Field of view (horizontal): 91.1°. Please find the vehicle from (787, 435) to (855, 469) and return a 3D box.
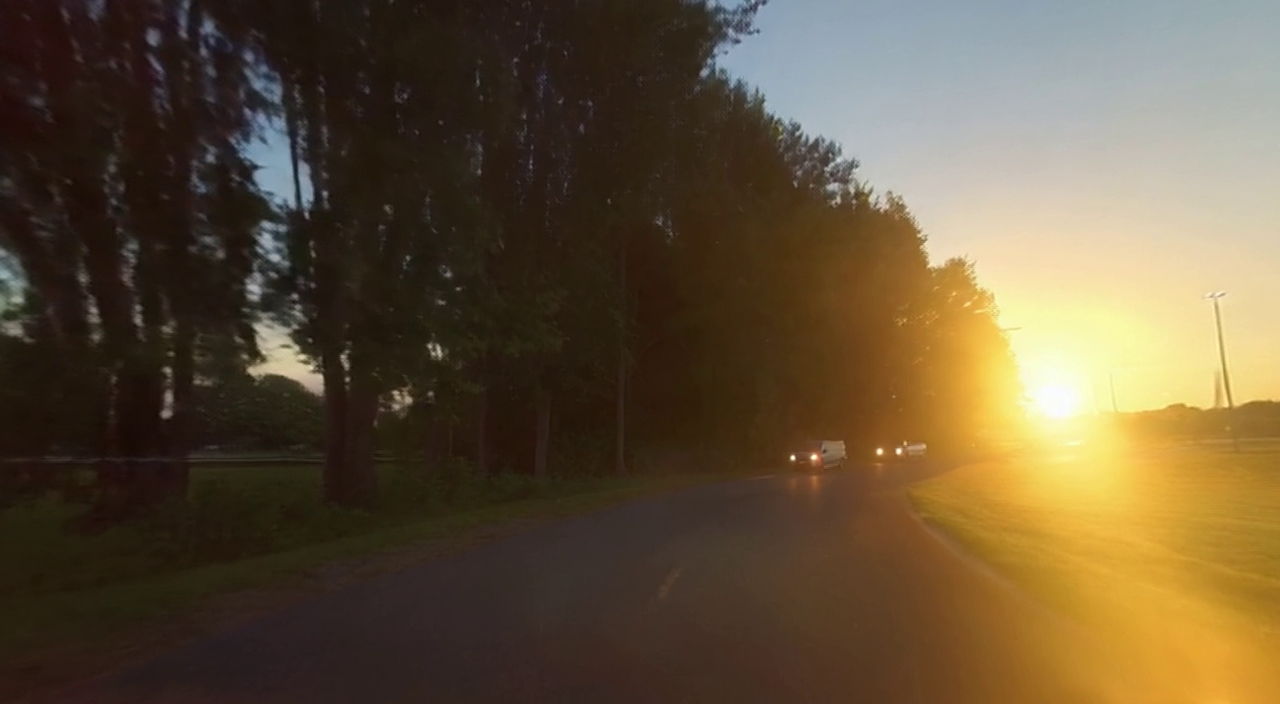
[{"bbox_3d":[10.354,5.665,35.800,1.988,1.789,4.257,-6,-11,42],"label":"vehicle"}]
